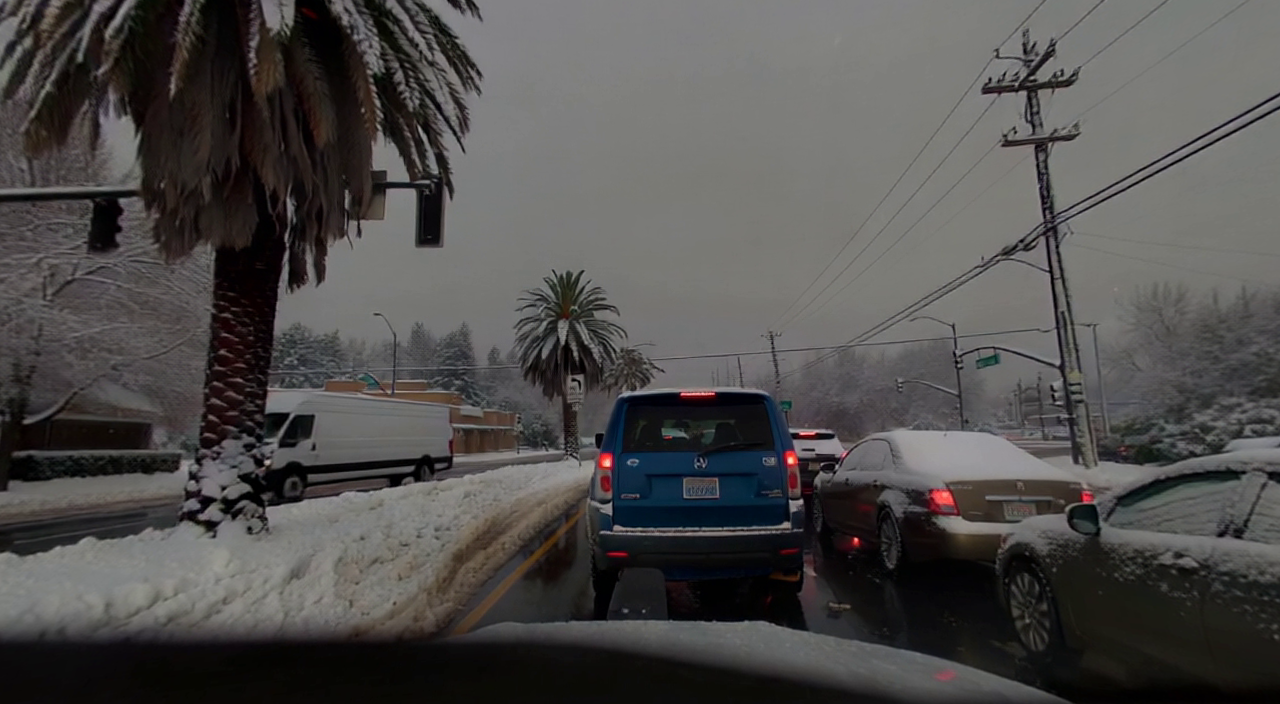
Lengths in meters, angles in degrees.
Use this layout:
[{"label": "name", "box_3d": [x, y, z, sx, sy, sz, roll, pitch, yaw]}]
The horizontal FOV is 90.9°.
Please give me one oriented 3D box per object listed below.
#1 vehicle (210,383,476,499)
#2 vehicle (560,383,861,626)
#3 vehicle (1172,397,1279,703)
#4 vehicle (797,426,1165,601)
[{"label": "vehicle", "box_3d": [-11.654, 3.865, 27.079, 2.973, 3.889, 11.535, -3, -9, 19]}, {"label": "vehicle", "box_3d": [0.445, 1.440, 6.885, 2.228, 1.780, 4.269, 0, -9, -2]}, {"label": "vehicle", "box_3d": [3.358, 0.654, 0.672, 1.805, 1.485, 4.348, 0, -9, 1]}, {"label": "vehicle", "box_3d": [3.430, 1.687, 7.515, 1.895, 1.456, 4.255, 0, -9, -2]}]
